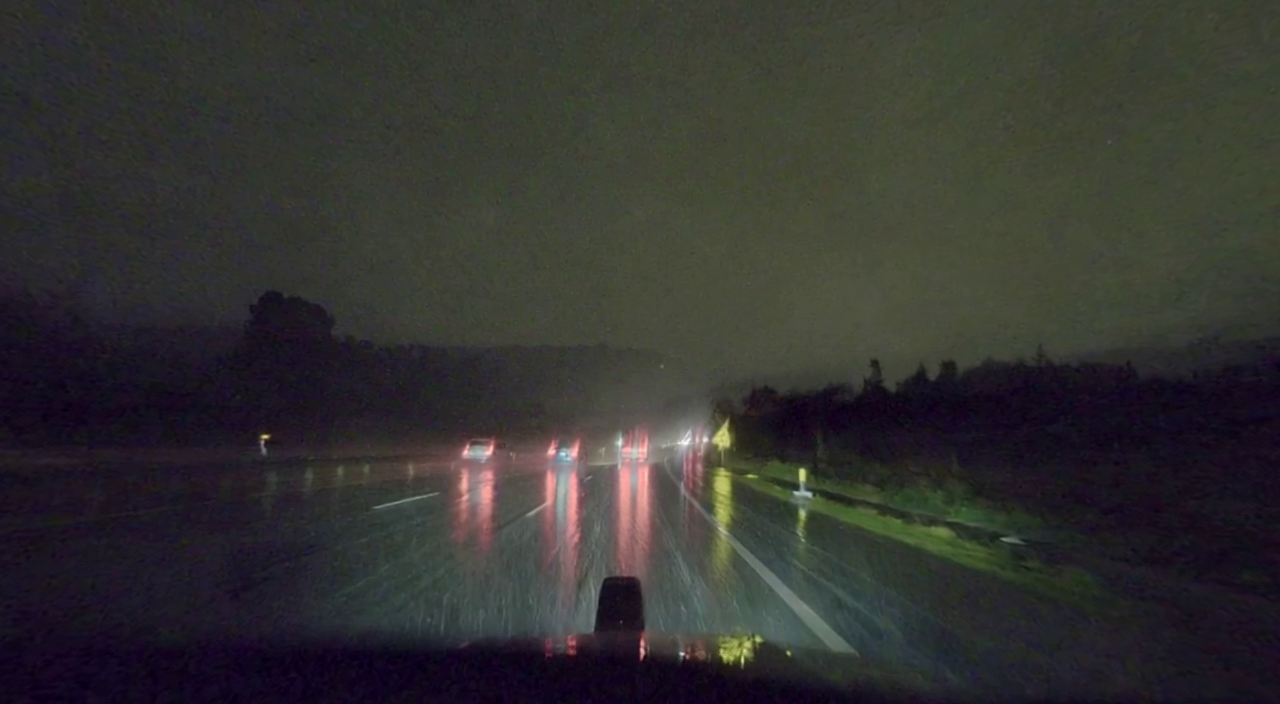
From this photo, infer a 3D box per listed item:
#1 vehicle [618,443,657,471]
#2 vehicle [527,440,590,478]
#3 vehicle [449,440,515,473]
[{"bbox_3d":[-0.120,6.085,36.605,2.129,1.502,4.321,0,-9,1],"label":"vehicle"},{"bbox_3d":[-3.617,4.857,28.794,2.129,1.563,4.387,0,-9,2],"label":"vehicle"},{"bbox_3d":[-7.788,5.209,31.516,2.002,1.543,4.466,0,-9,2],"label":"vehicle"}]
